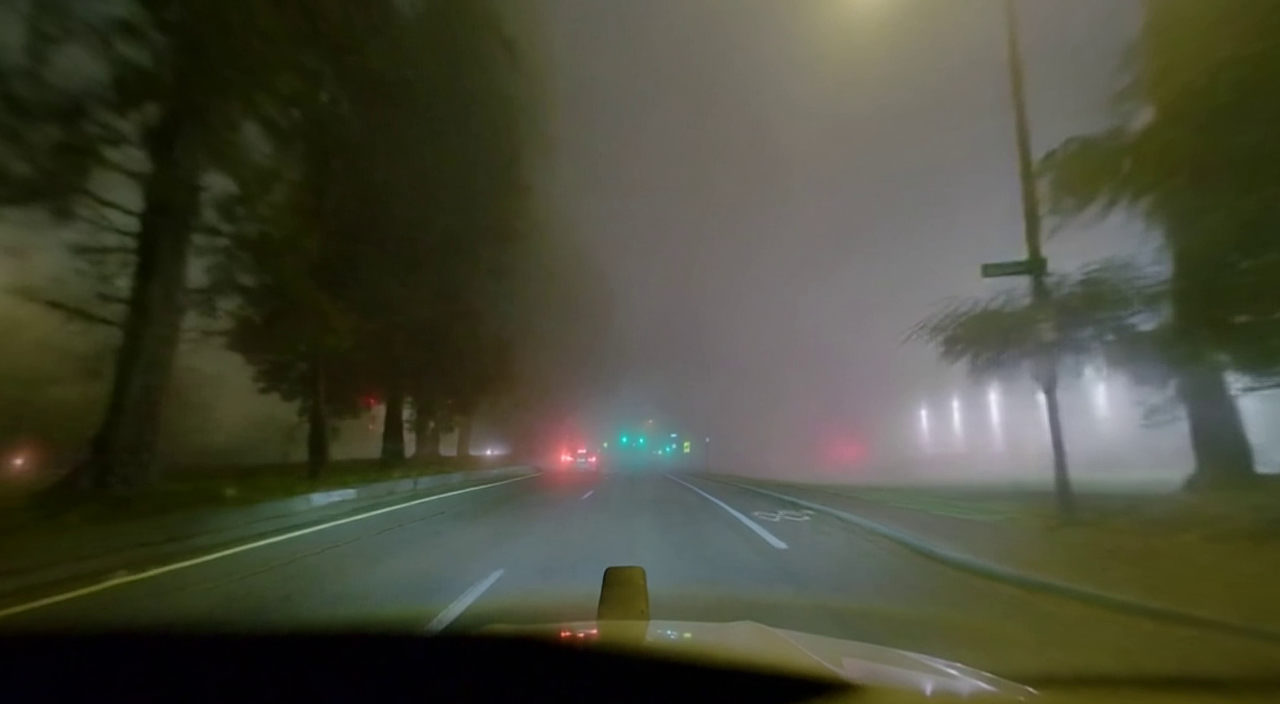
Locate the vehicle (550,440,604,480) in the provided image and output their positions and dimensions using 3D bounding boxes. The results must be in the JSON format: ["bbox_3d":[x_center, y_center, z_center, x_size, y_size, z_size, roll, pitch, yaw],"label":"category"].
[{"bbox_3d":[-2.837,5.005,29.433,2.016,1.694,4.335,0,-8,1],"label":"vehicle"}]
